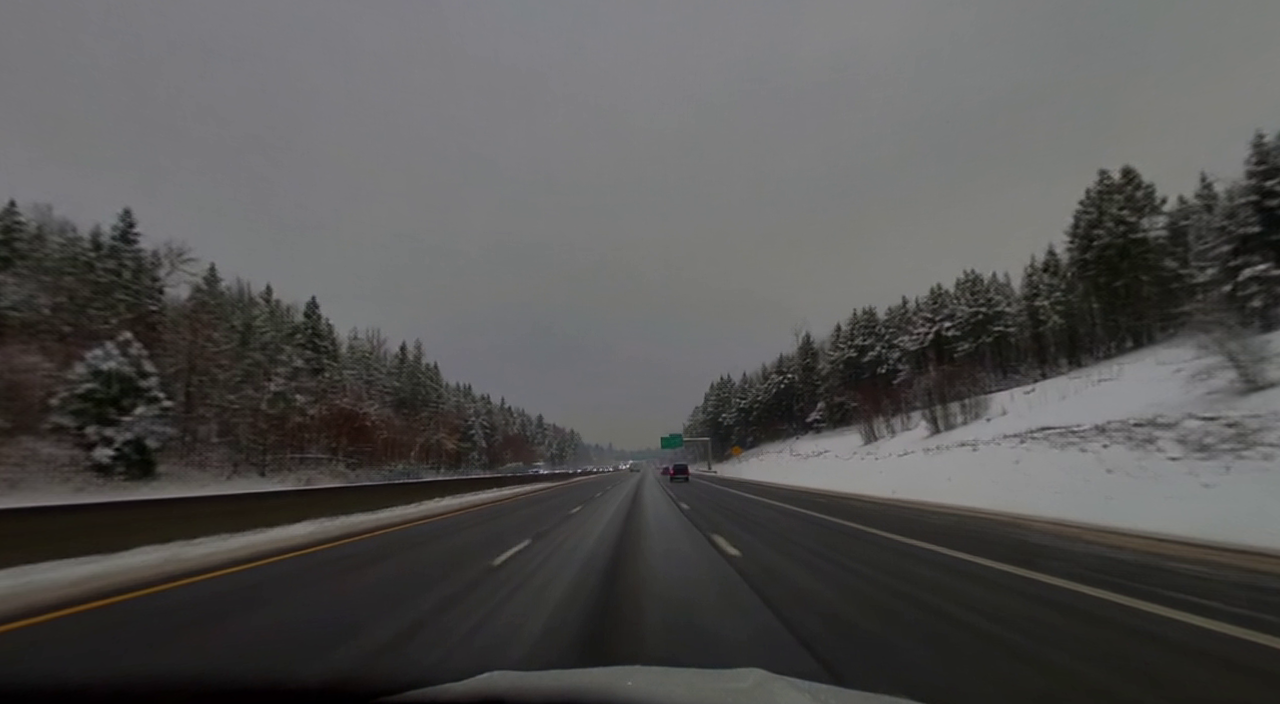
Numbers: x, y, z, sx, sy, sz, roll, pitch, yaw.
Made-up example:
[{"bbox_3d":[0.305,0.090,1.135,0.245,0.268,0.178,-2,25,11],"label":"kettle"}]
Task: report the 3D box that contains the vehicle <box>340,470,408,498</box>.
[{"bbox_3d":[-14.929,7.426,35.659,1.851,1.454,4.504,1,-10,0],"label":"vehicle"}]
